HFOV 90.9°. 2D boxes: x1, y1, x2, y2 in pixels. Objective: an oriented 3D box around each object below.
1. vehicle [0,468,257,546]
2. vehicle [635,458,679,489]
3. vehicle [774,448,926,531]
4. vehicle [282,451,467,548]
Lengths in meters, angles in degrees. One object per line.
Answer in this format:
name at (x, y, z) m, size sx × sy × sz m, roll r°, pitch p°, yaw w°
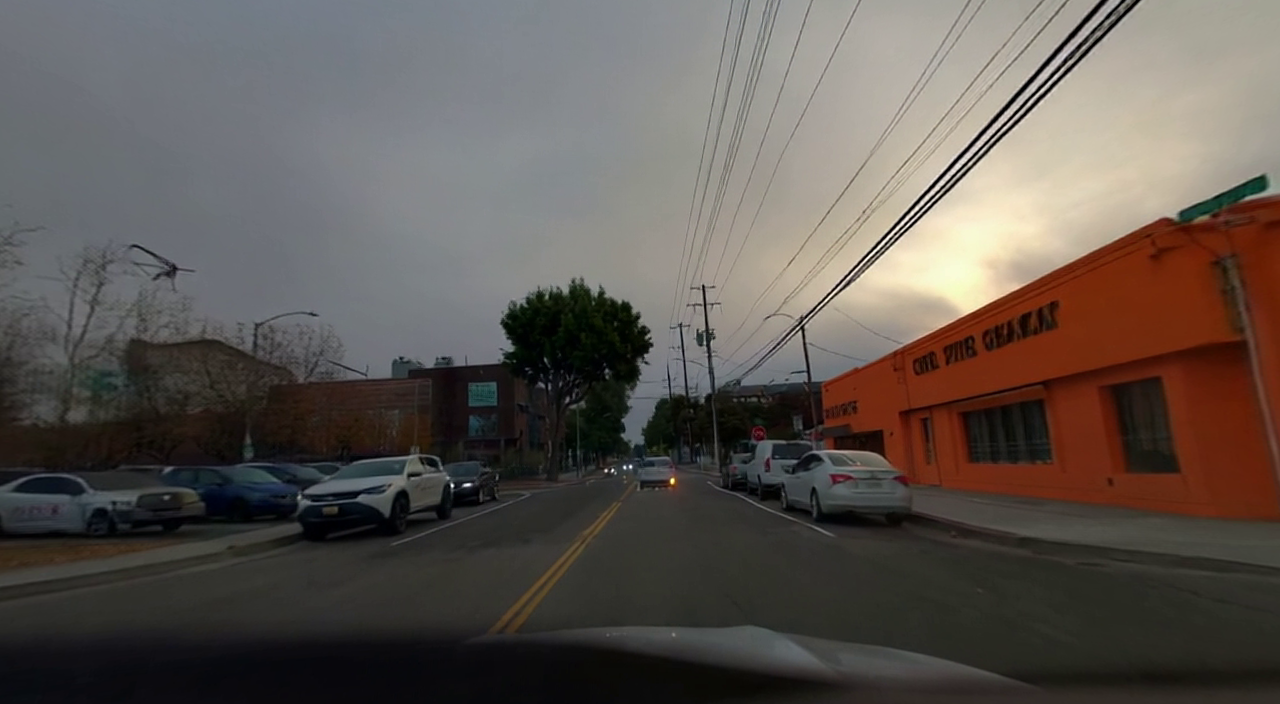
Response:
vehicle at (-11.673, 3.375, 14.003) m, size 4.968 × 1.493 × 1.961 m, roll 0°, pitch -8°, yaw -2°
vehicle at (1.038, 6.709, 35.143) m, size 2.033 × 1.464 × 4.645 m, roll -1°, pitch -9°, yaw 7°
vehicle at (4.270, 2.827, 13.647) m, size 1.840 × 1.452 × 4.517 m, roll 0°, pitch -8°, yaw 2°
vehicle at (-5.756, 3.206, 14.593) m, size 2.146 × 1.775 × 5.117 m, roll 0°, pitch -8°, yaw -1°
